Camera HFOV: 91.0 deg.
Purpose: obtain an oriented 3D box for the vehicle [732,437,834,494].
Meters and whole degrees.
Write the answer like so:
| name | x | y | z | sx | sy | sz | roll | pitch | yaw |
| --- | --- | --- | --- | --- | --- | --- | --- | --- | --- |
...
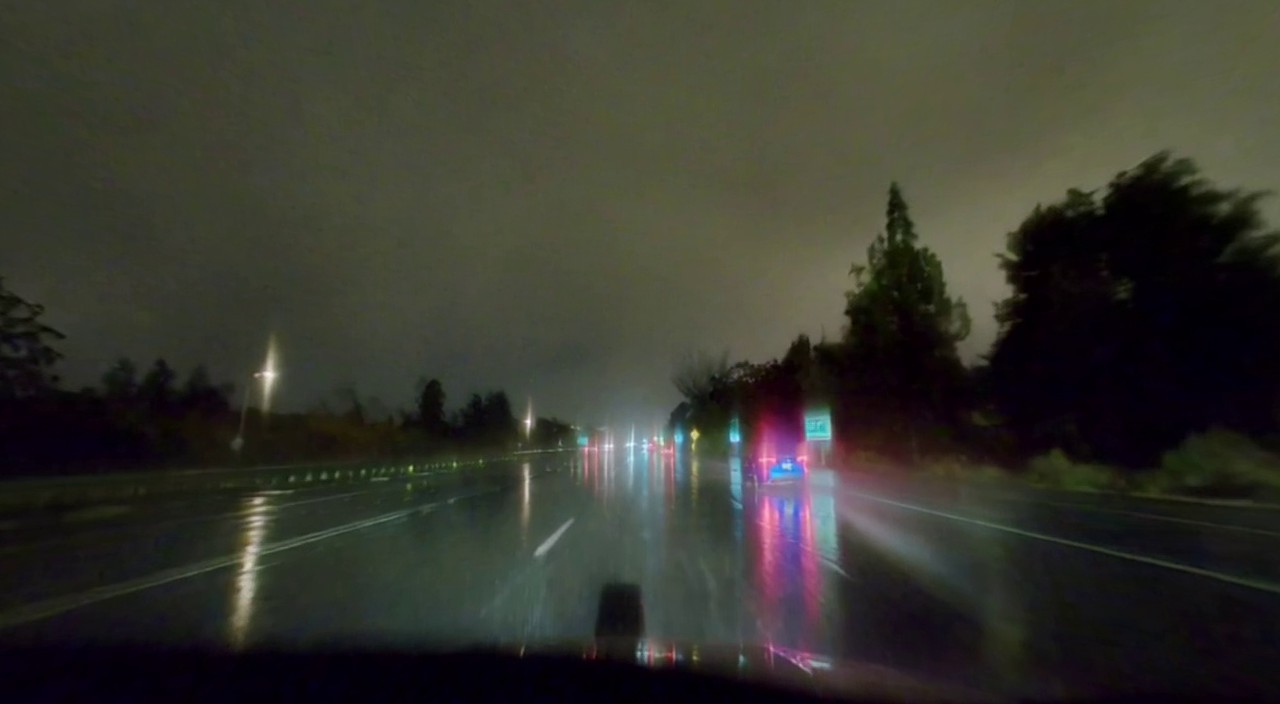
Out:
| name | x | y | z | sx | sy | sz | roll | pitch | yaw |
| --- | --- | --- | --- | --- | --- | --- | --- | --- | --- |
| vehicle | 4.165 | 3.387 | 19.148 | 2.033 | 1.501 | 4.398 | 0 | -9 | -1 |
